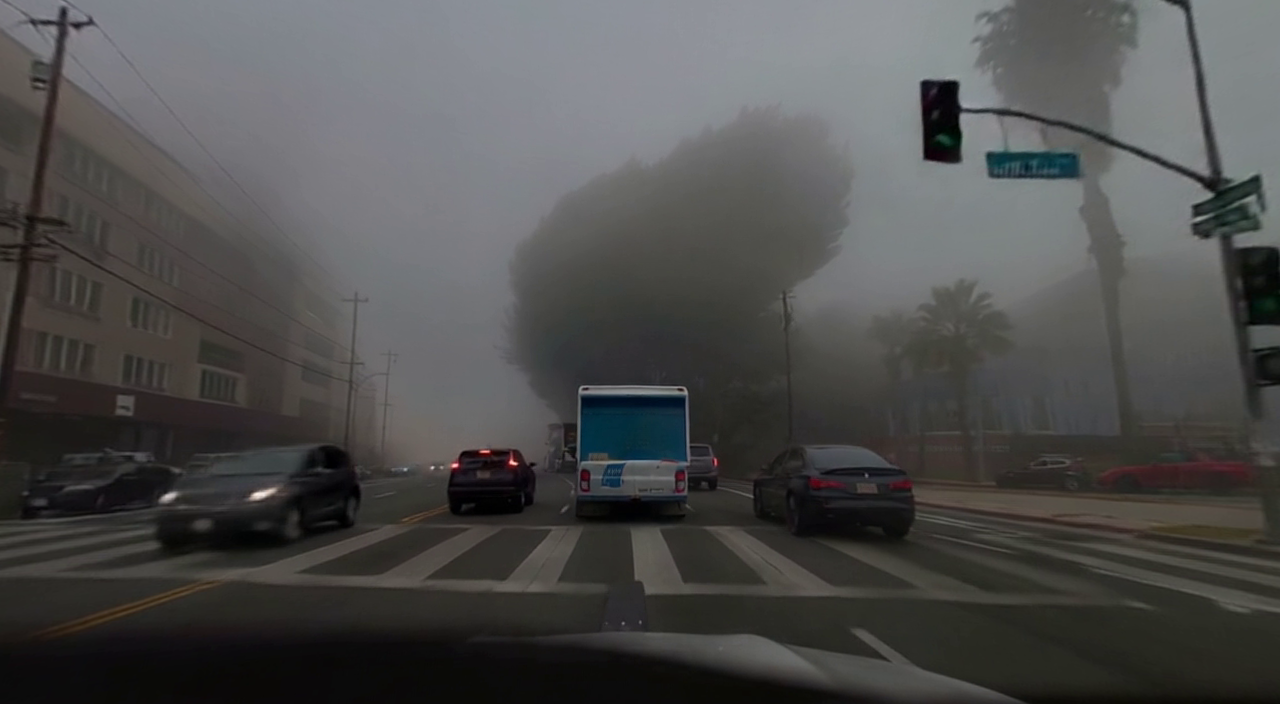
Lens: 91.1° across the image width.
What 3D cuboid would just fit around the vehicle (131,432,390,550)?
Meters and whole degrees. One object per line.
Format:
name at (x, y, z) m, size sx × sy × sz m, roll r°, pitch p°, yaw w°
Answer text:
vehicle at (-6.419, 2.356, 11.408) m, size 2.165 × 1.690 × 4.322 m, roll 0°, pitch -9°, yaw -3°

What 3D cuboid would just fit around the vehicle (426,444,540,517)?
vehicle at (-3.797, 3.139, 16.000) m, size 2.033 × 1.555 × 4.408 m, roll 0°, pitch -9°, yaw -4°

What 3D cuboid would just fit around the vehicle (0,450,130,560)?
vehicle at (-9.863, 2.166, 8.869) m, size 1.873 × 1.510 × 4.151 m, roll 0°, pitch -8°, yaw -2°

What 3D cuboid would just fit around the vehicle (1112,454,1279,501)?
vehicle at (21.227, 4.711, 24.007) m, size 1.819 × 1.498 × 4.664 m, roll 4°, pitch -9°, yaw -26°

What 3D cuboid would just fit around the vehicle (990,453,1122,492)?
vehicle at (18.914, 5.445, 28.805) m, size 1.942 × 1.583 × 4.579 m, roll 4°, pitch -9°, yaw -24°

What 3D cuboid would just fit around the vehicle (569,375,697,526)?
vehicle at (-0.455, 2.373, 15.496) m, size 2.517 × 2.926 × 6.177 m, roll 1°, pitch -9°, yaw -6°

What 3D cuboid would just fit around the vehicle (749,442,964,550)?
vehicle at (3.519, 2.411, 11.361) m, size 1.978 × 1.507 × 4.636 m, roll 0°, pitch -9°, yaw -4°
